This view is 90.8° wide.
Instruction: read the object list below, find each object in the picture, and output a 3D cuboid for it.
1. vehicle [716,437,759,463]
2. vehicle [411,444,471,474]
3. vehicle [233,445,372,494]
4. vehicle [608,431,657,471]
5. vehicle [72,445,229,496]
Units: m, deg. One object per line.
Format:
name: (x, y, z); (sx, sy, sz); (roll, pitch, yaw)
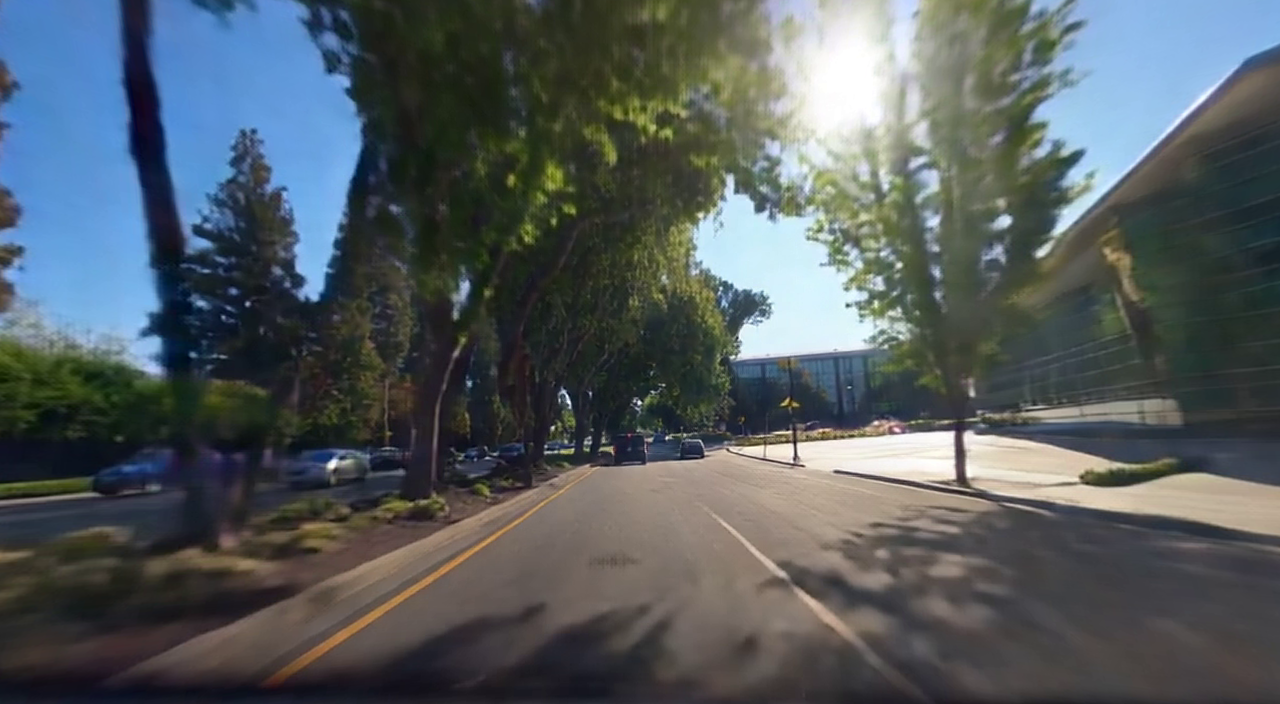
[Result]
vehicle: (7.078, 7.176, 46.352); (2.364, 1.781, 4.854); (0, -8, -1)
vehicle: (-10.342, 5.580, 33.152); (1.950, 1.438, 4.343); (0, -8, -4)
vehicle: (-11.310, 3.939, 21.670); (2.013, 1.460, 4.902); (0, -8, 1)
vehicle: (-0.402, 5.314, 34.092); (2.411, 1.937, 5.186); (0, -8, -1)
vehicle: (-18.107, 4.371, 23.763); (1.999, 1.682, 4.914); (0, -8, 0)
